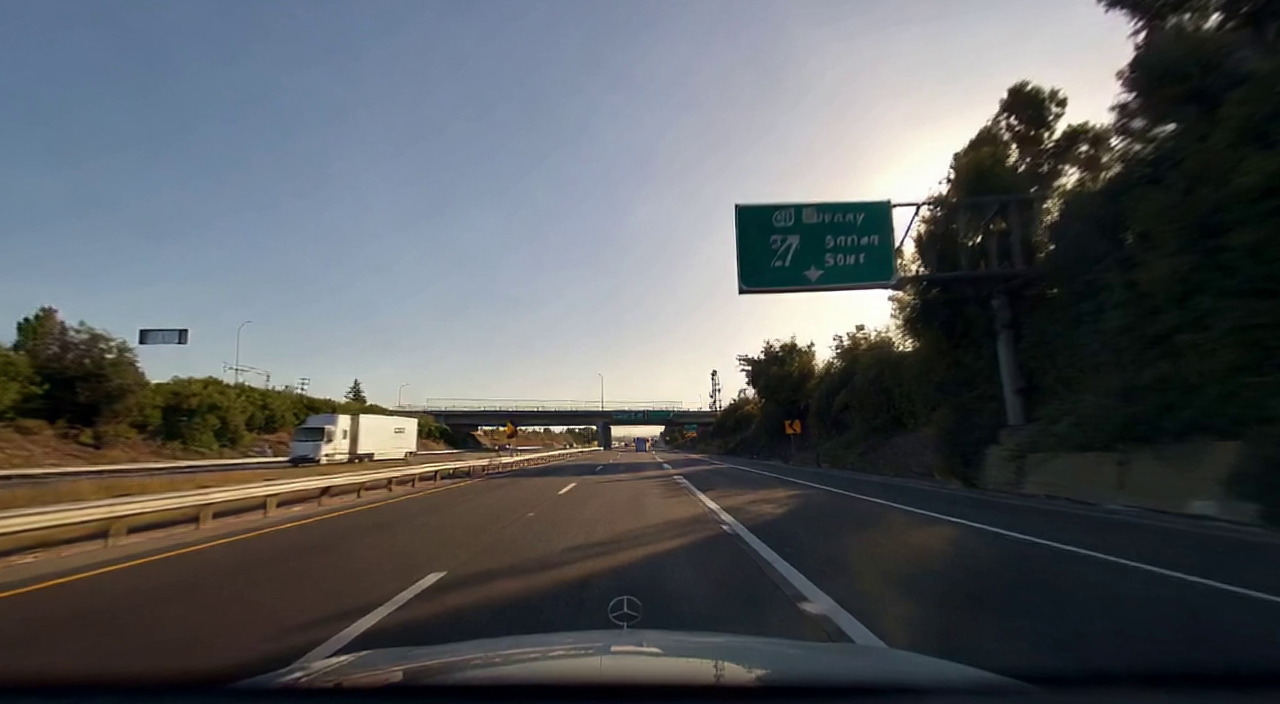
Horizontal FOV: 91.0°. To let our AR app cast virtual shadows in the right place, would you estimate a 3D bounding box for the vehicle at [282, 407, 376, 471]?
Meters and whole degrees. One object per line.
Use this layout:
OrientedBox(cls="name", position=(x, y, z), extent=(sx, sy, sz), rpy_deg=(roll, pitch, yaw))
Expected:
OrientedBox(cls="vehicle", position=(-20.838, 5.906, 42.696), extent=(2.978, 3.938, 6.366), rpy_deg=(0, -8, 1))
